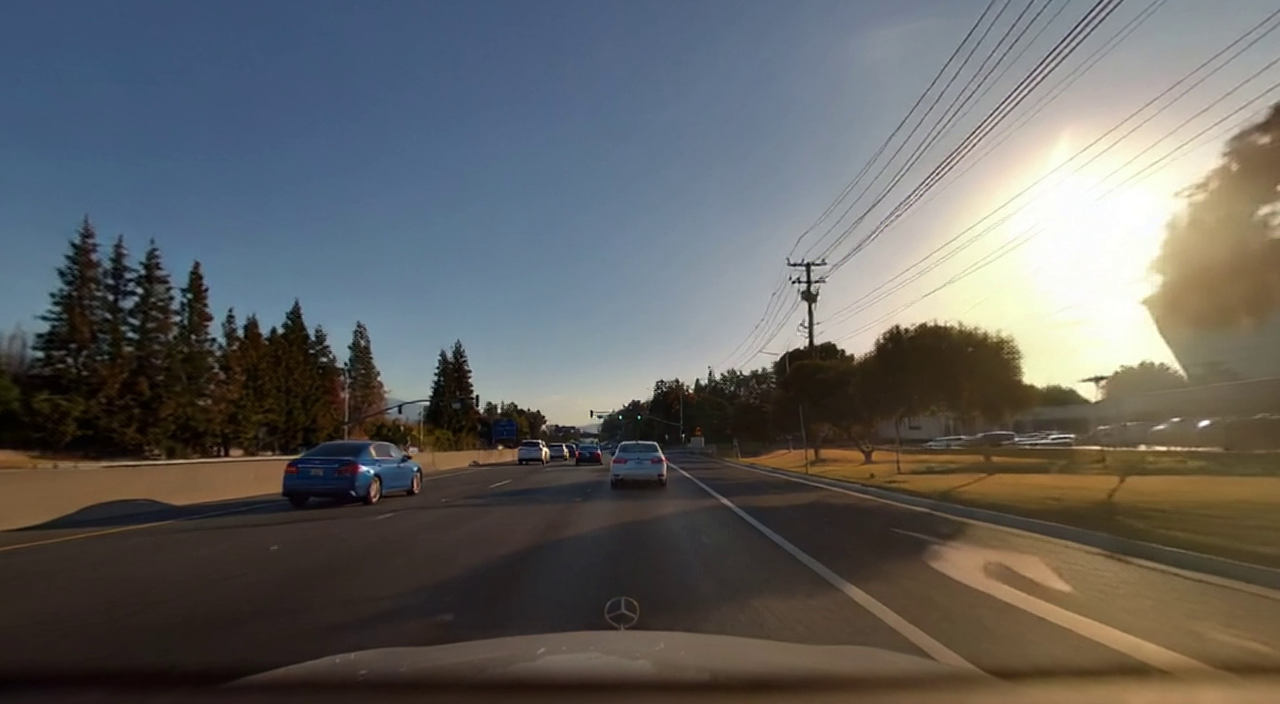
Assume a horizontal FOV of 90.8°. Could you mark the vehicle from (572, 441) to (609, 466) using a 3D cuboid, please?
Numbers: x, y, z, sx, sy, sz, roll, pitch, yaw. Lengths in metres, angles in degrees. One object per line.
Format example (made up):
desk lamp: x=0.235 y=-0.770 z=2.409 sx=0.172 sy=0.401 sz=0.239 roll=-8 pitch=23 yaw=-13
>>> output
vehicle: x=-3.142 y=6.513 z=40.636 sx=2.055 sy=1.510 sz=3.961 roll=0 pitch=-8 yaw=0

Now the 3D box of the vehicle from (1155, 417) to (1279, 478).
vehicle: x=17.526 y=2.634 z=17.518 sx=4.659 sy=1.572 sz=2.019 roll=0 pitch=-8 yaw=-1

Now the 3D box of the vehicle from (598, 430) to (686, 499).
vehicle: x=0.023 y=3.057 z=17.551 sx=2.140 sy=1.653 sz=4.108 roll=0 pitch=-8 yaw=-1

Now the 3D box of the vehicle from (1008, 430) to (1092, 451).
vehicle: x=29.728 y=6.455 z=45.923 sx=4.674 sy=1.485 sz=1.874 roll=-1 pitch=-8 yaw=6

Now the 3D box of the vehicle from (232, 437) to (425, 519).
vehicle: x=-6.534 y=2.665 z=13.975 sx=1.900 sy=1.483 sz=4.547 roll=0 pitch=-8 yaw=1

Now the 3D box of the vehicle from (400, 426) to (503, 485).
vehicle: x=-6.696 y=3.734 z=23.146 sx=2.144 sy=1.905 sz=4.967 roll=0 pitch=-8 yaw=1

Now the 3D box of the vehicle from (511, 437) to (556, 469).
vehicle: x=-6.240 y=5.966 z=37.488 sx=1.914 sy=1.756 sz=4.179 roll=0 pitch=-8 yaw=0
